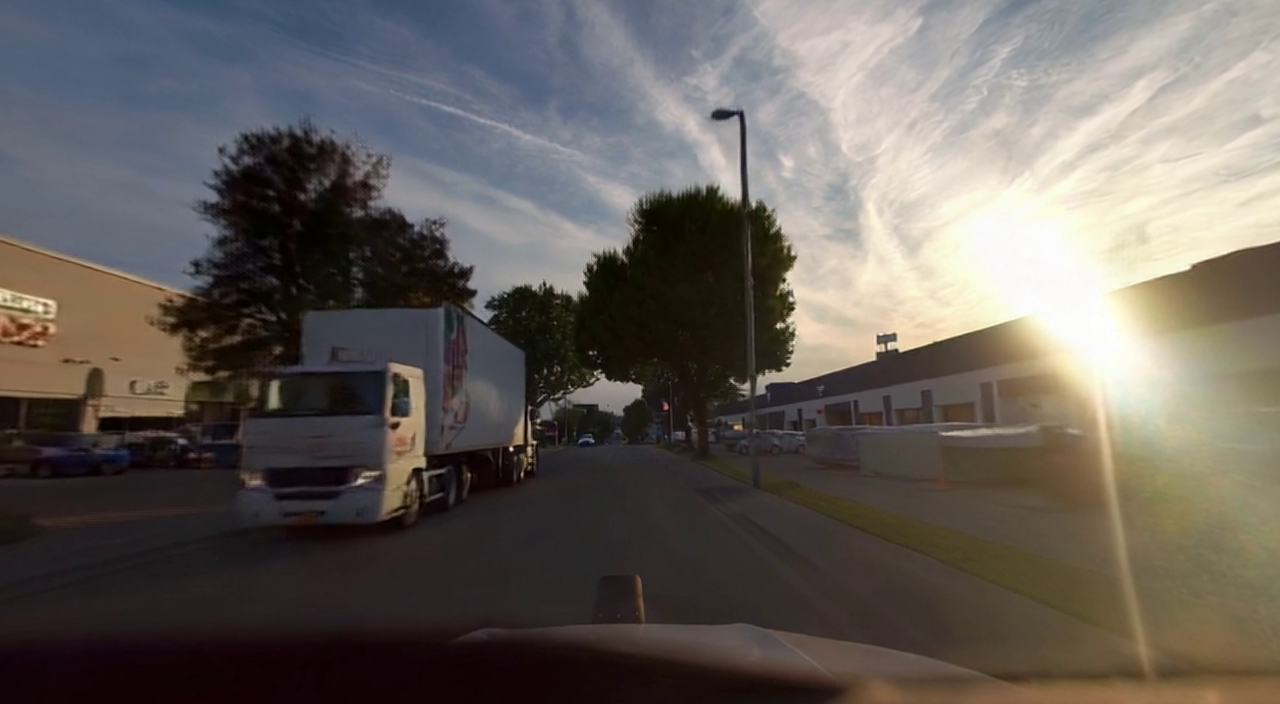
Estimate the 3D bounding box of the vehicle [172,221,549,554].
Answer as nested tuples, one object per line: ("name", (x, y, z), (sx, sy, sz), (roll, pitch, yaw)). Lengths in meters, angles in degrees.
("vehicle", (-4.983, 1.378, 16.464), (2.976, 4.754, 15.127), (0, -7, 0))
